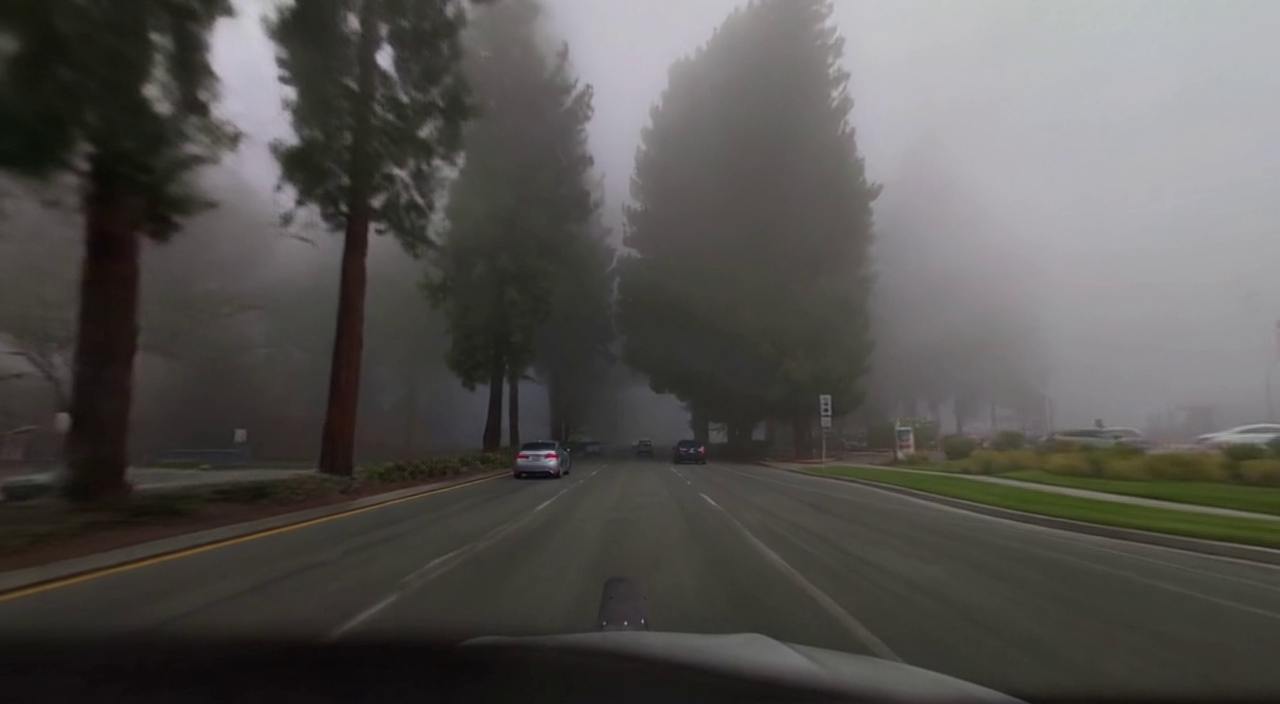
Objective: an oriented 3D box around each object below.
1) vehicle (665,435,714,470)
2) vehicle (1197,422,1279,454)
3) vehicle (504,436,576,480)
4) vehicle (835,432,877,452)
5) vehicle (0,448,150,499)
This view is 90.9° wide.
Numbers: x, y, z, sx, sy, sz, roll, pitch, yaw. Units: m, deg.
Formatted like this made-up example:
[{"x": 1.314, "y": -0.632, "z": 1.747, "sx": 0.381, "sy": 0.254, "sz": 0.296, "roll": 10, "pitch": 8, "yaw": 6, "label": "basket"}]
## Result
[{"x": 2.350, "y": 4.876, "z": 30.764, "sx": 1.922, "sy": 1.579, "sz": 3.642, "roll": 0, "pitch": -8, "yaw": -2, "label": "vehicle"}, {"x": 30.693, "y": 4.237, "z": 30.978, "sx": 1.914, "sy": 1.507, "sz": 4.550, "roll": 1, "pitch": -8, "yaw": -12, "label": "vehicle"}, {"x": -3.666, "y": 3.984, "z": 24.009, "sx": 1.908, "sy": 1.481, "sz": 4.536, "roll": 0, "pitch": -8, "yaw": 1, "label": "vehicle"}, {"x": 16.021, "y": 6.716, "z": 46.986, "sx": 1.823, "sy": 1.413, "sz": 3.884, "roll": 0, "pitch": -8, "yaw": 2, "label": "vehicle"}, {"x": -22.637, "y": 4.811, "z": 25.403, "sx": 1.958, "sy": 1.780, "sz": 4.479, "roll": -1, "pitch": -8, "yaw": 3, "label": "vehicle"}]
